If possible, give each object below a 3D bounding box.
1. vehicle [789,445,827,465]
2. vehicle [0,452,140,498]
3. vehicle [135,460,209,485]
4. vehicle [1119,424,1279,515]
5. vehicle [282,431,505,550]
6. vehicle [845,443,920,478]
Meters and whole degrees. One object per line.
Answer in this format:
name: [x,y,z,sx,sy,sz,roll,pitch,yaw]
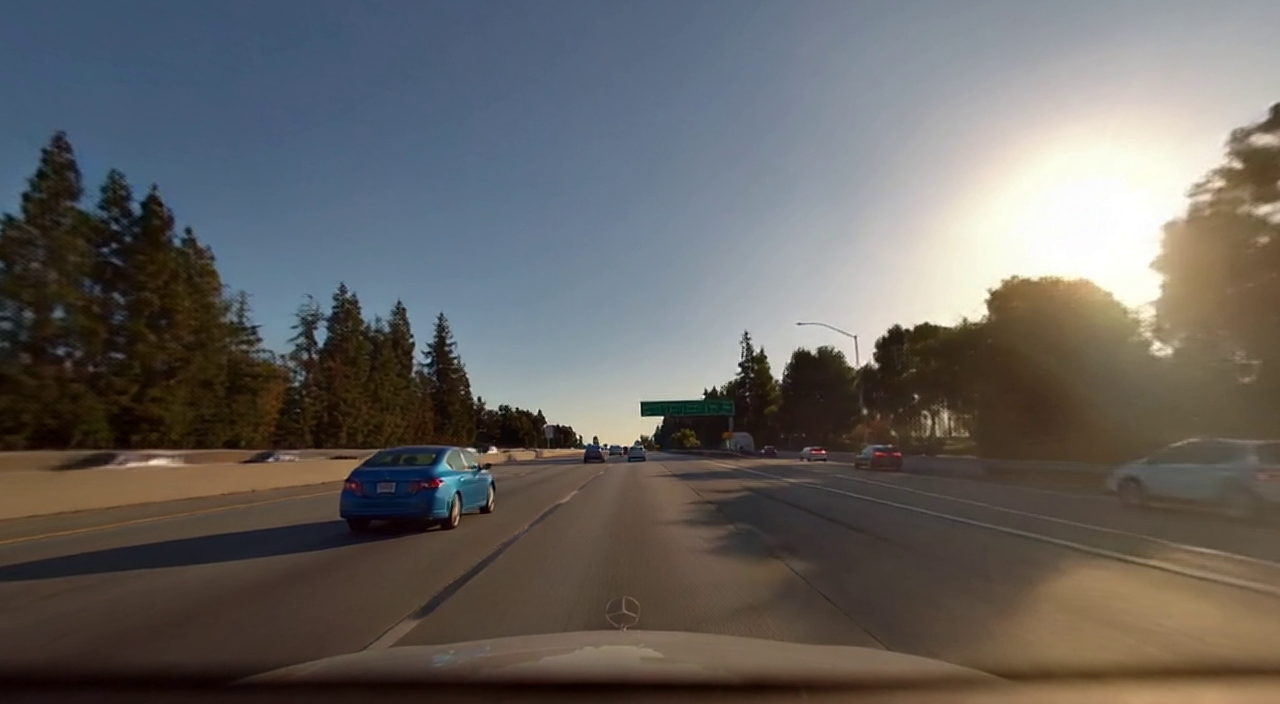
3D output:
vehicle: [13.124,8.064,49.652,1.873,1.463,4.937,-1,-9,2]
vehicle: [-21.289,4.457,23.310,1.987,1.503,4.474,0,-9,-1]
vehicle: [-33.198,8.530,45.003,1.835,1.541,4.587,0,-9,-2]
vehicle: [14.330,2.684,14.802,2.278,1.816,5.666,-1,-9,7]
vehicle: [-3.712,2.153,10.478,2.020,1.554,4.137,0,-9,0]
vehicle: [11.416,5.136,30.141,1.940,1.496,4.992,-1,-9,4]
